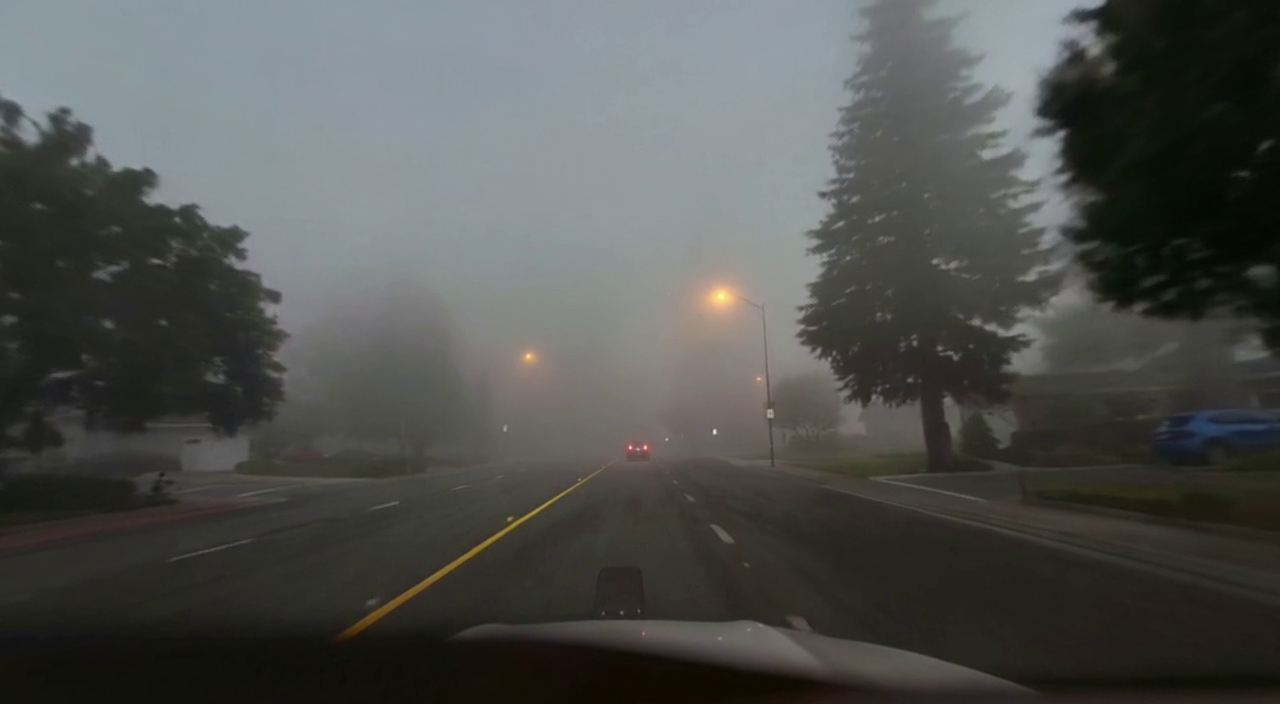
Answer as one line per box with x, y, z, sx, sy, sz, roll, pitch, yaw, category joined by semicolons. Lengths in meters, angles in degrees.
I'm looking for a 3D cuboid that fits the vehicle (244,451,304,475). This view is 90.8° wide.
-28.298;8.530;48.808;4.425;1.570;1.959;-3;-8;30;vehicle

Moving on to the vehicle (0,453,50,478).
-40.854;7.241;40.355;4.030;1.467;1.994;4;-9;-25;vehicle

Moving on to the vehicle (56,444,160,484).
-28.971;6.032;34.363;5.502;1.936;2.147;-4;-8;26;vehicle

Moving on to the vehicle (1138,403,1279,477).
21.223;3.033;21.817;6.048;2.416;2.158;0;-9;0;vehicle

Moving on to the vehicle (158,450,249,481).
-23.449;6.055;33.943;4.584;1.562;2.091;-5;-10;29;vehicle
